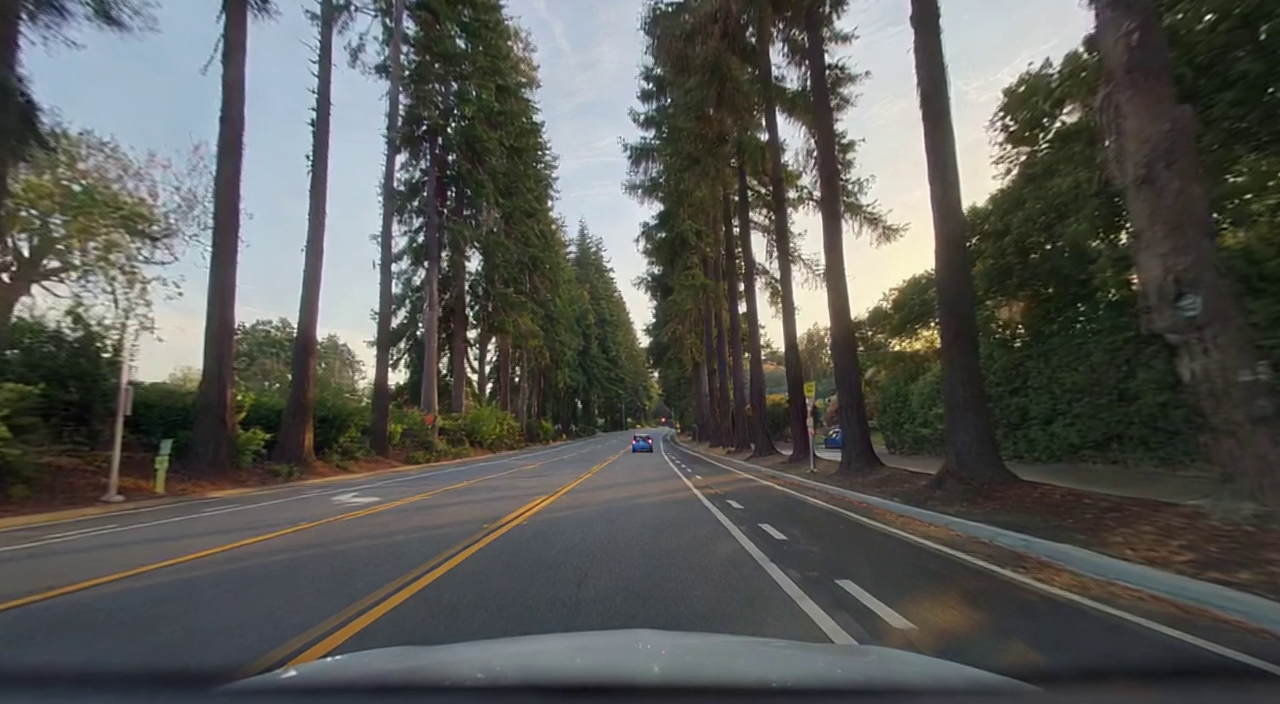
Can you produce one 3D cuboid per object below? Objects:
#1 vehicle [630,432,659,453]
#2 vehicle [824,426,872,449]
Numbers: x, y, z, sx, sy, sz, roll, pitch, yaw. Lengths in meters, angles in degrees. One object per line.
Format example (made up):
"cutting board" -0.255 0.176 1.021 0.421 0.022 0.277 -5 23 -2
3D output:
"vehicle" 0.363 6.873 47.913 2.067 1.486 3.861 0 -9 1
"vehicle" 14.021 5.757 42.793 1.762 1.479 4.546 0 -7 1
